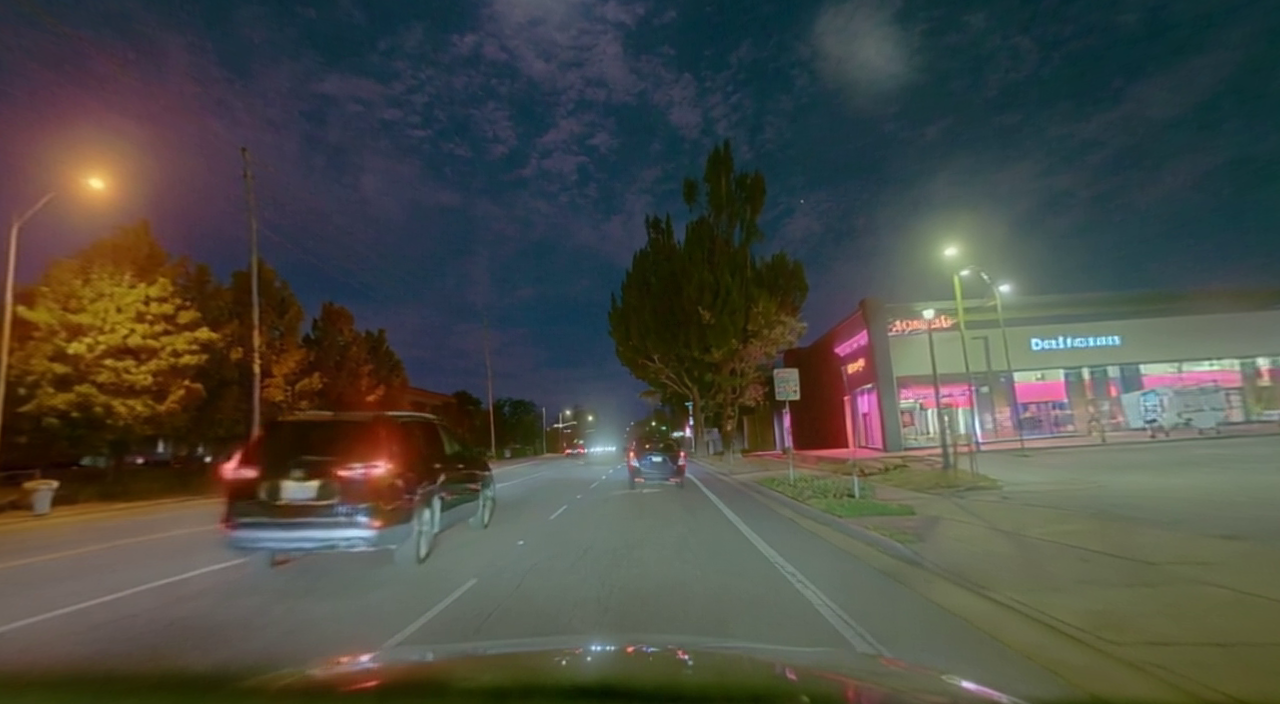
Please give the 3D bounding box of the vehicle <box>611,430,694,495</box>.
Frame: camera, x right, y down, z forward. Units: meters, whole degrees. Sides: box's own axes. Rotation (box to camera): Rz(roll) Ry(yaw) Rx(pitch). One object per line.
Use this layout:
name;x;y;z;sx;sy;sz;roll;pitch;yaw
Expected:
vehicle;0.311;3.111;18.096;2.108;1.612;4.246;0;-8;0

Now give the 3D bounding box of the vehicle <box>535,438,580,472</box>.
vehicle;-4.430;5.613;34.554;1.862;1.694;4.315;0;-8;0

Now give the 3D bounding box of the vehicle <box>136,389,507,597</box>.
vehicle;-3.435;1.639;8.340;2.064;1.859;5.154;0;-8;2
